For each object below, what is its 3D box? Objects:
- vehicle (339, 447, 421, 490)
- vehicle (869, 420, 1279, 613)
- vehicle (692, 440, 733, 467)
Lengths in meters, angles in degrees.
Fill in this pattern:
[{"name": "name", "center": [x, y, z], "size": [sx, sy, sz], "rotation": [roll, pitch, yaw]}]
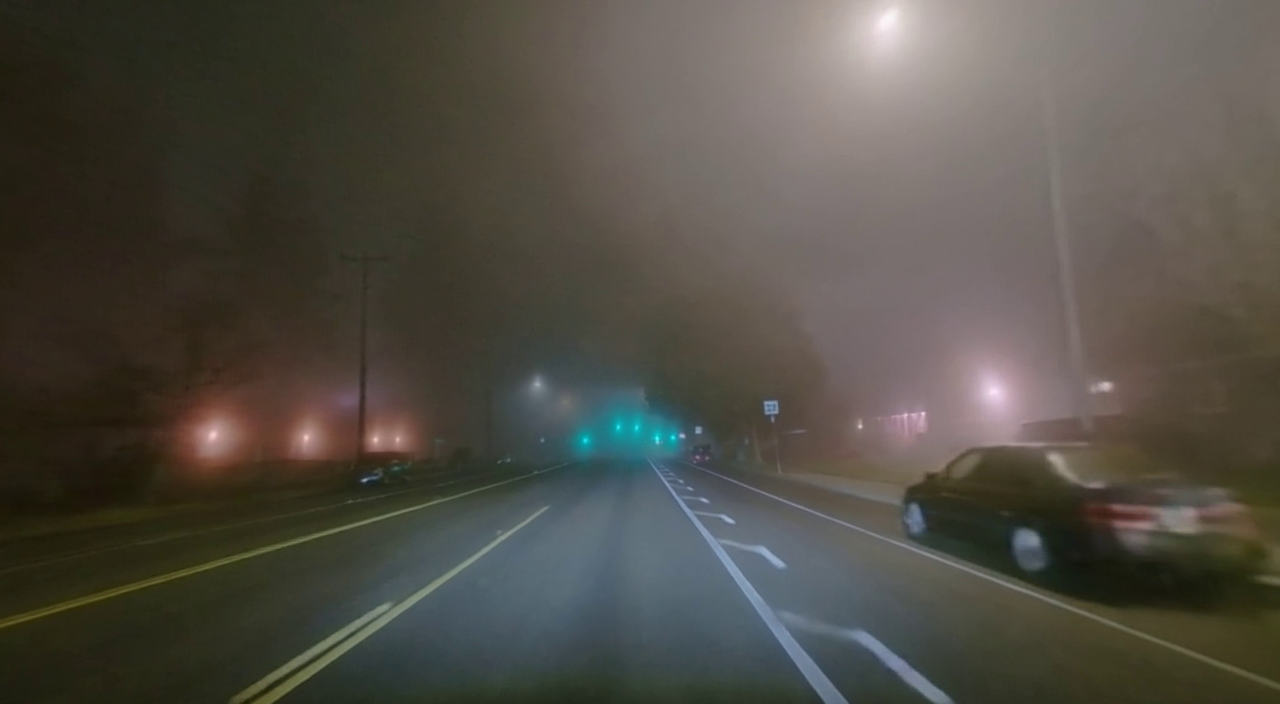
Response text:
[{"name": "vehicle", "center": [-12.478, 5.580, 30.679], "size": [2.034, 1.646, 4.808], "rotation": [-4, -7, -2]}, {"name": "vehicle", "center": [4.593, 1.707, 7.579], "size": [1.939, 1.561, 4.495], "rotation": [2, -8, -1]}, {"name": "vehicle", "center": [4.374, 6.267, 38.854], "size": [2.000, 1.520, 4.943], "rotation": [-1, -9, 0]}]
